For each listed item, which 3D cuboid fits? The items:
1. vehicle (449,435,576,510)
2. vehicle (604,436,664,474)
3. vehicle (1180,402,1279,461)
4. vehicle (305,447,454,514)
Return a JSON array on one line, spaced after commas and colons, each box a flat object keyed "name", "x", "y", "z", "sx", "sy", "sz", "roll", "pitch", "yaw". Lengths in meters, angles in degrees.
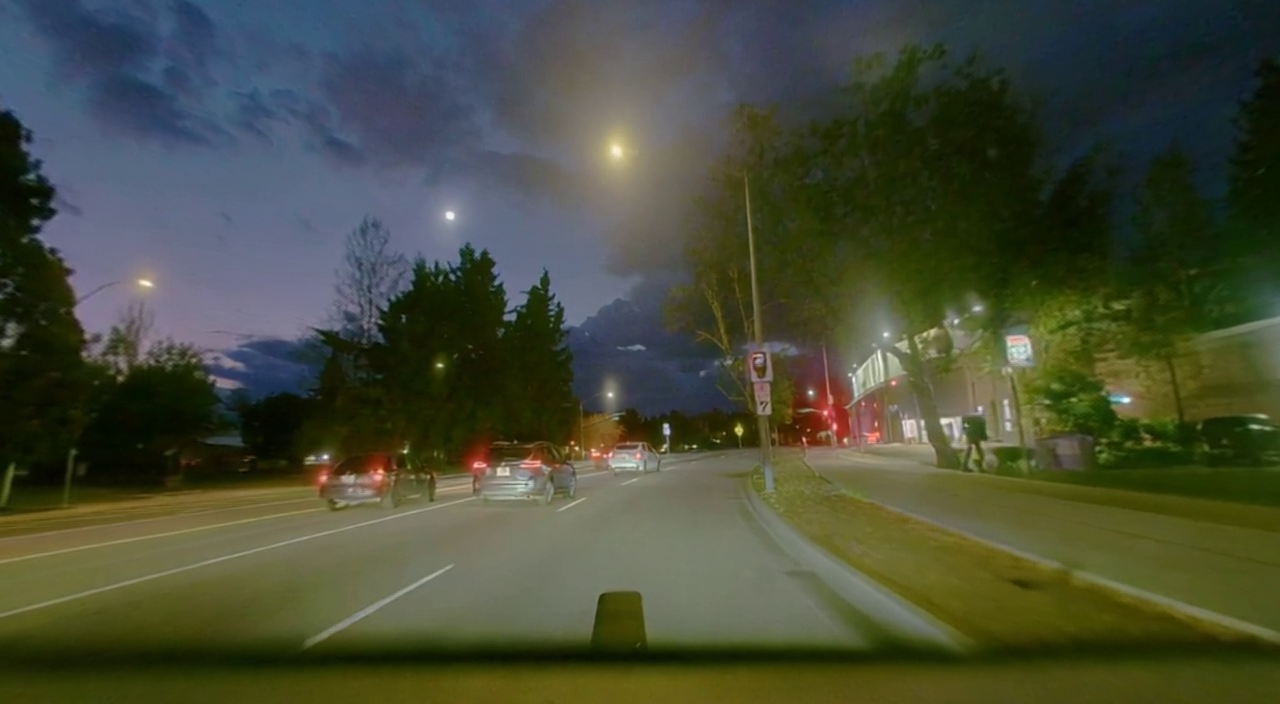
[{"name": "vehicle", "x": -3.122, "y": 3.058, "z": 16.473, "sx": 2.002, "sy": 1.664, "sz": 4.113, "roll": -1, "pitch": -9, "yaw": 7}, {"name": "vehicle", "x": -0.217, "y": 5.415, "z": 33.342, "sx": 2.167, "sy": 1.832, "sz": 4.679, "roll": -2, "pitch": -9, "yaw": 13}, {"name": "vehicle", "x": 20.875, "y": 2.782, "z": 21.753, "sx": 4.982, "sy": 1.789, "sz": 2.303, "roll": 6, "pitch": -11, "yaw": -38}, {"name": "vehicle", "x": -6.818, "y": 3.366, "z": 17.084, "sx": 1.974, "sy": 1.558, "sz": 3.949, "roll": -1, "pitch": -9, "yaw": 7}]
